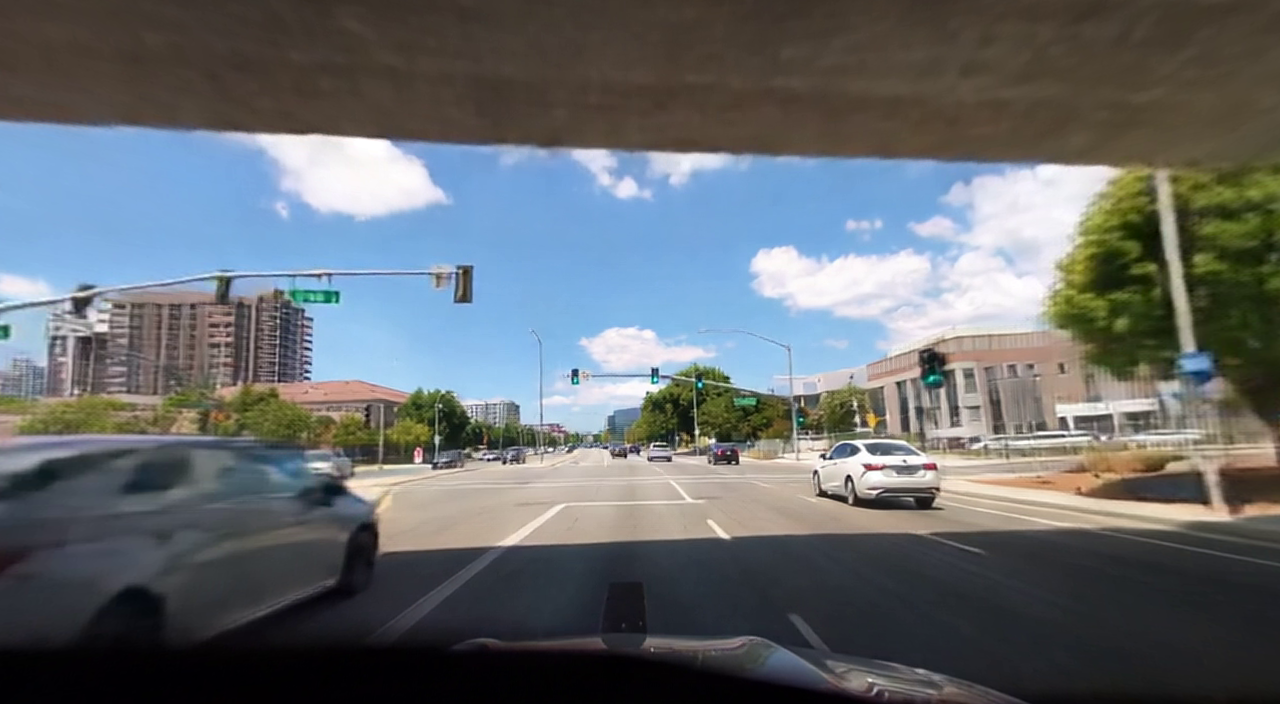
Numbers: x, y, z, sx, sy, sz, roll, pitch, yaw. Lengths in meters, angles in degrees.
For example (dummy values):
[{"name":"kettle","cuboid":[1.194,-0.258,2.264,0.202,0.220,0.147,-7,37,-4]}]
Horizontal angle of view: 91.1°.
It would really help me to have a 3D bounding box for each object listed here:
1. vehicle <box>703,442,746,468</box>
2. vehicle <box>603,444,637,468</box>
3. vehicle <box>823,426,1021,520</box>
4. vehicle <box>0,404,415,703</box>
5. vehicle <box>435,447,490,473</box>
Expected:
[{"name":"vehicle","cuboid":[5.205,6.376,39.095,1.924,1.527,4.268,0,-8,-2]},{"name":"vehicle","cuboid":[-1.269,6.542,39.754,2.026,1.453,3.780,0,-8,-2]},{"name":"vehicle","cuboid":[5.613,2.453,13.305,2.056,1.624,4.498,0,-8,-1]},{"name":"vehicle","cuboid":[-3.407,1.261,4.400,1.836,1.518,4.727,0,-8,1]},{"name":"vehicle","cuboid":[-11.071,6.754,39.467,1.986,1.505,4.693,0,-8,1]}]
